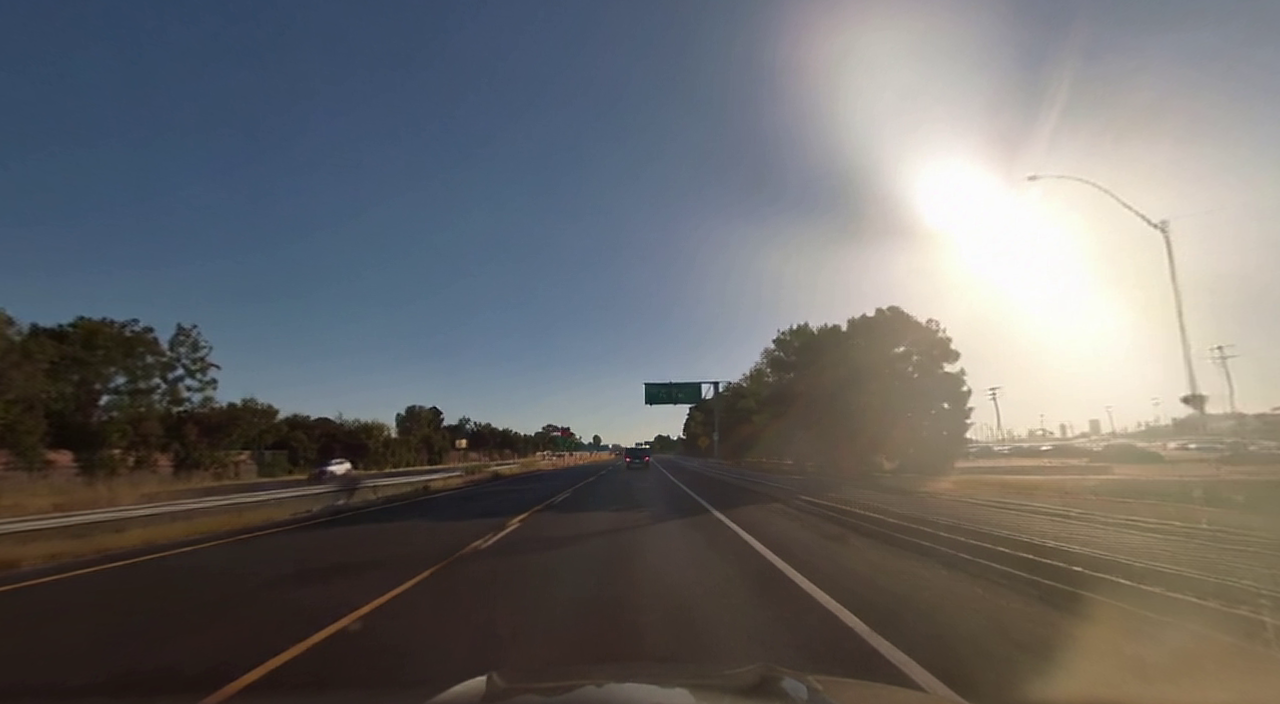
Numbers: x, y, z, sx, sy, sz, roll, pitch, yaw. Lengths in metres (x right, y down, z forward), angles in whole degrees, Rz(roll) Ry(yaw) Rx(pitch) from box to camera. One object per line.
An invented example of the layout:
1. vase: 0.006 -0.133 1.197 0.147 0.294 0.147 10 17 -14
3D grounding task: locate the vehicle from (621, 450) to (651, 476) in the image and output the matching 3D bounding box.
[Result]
1. vehicle: -0.226 6.622 37.801 1.695 1.437 3.506 0 -9 1
